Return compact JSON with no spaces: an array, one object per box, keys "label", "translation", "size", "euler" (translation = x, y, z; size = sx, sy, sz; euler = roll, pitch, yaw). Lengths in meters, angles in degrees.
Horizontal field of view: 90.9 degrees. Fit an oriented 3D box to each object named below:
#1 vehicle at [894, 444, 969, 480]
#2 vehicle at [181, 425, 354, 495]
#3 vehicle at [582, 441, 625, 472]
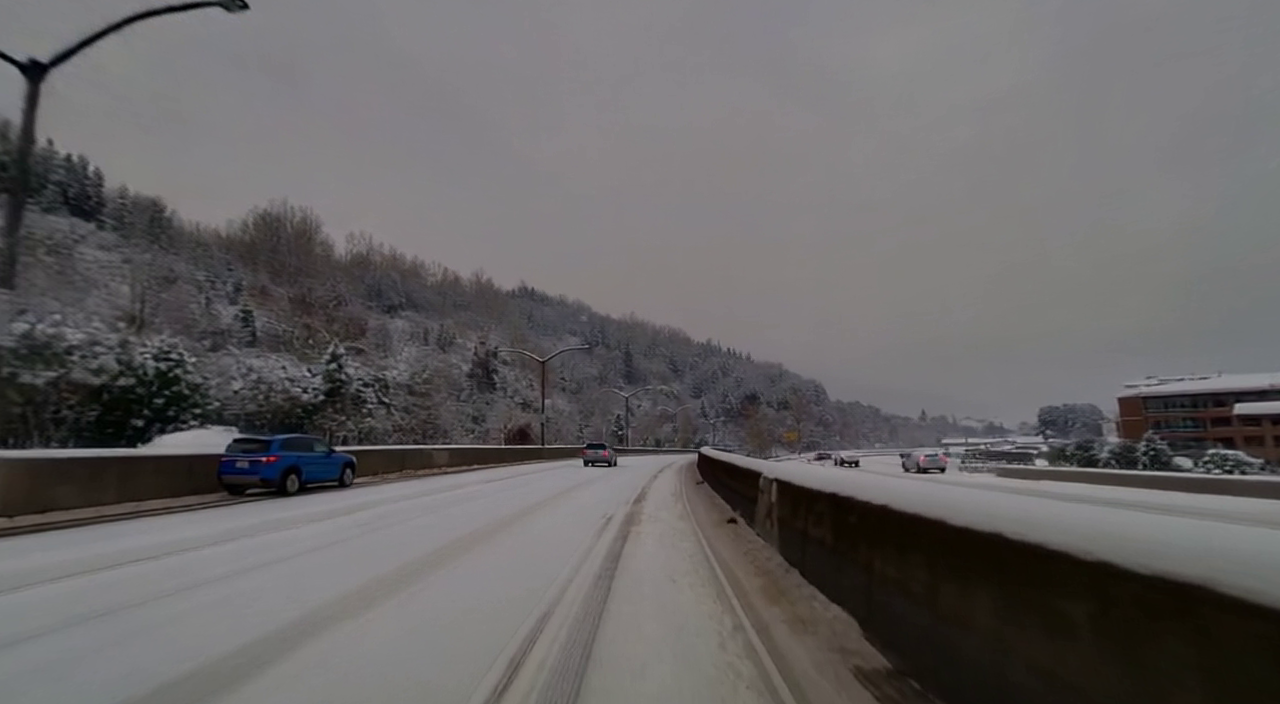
[{"label":"vehicle","translation":[13.804,5.190,30.173],"size":[1.786,1.559,4.496],"euler":[-1,-8,5]},{"label":"vehicle","translation":[-10.464,3.068,18.262],"size":[2.039,1.746,4.528],"euler":[-1,-8,3]},{"label":"vehicle","translation":[-2.115,6.238,37.884],"size":[2.028,1.782,4.150],"euler":[-1,-8,4]}]
